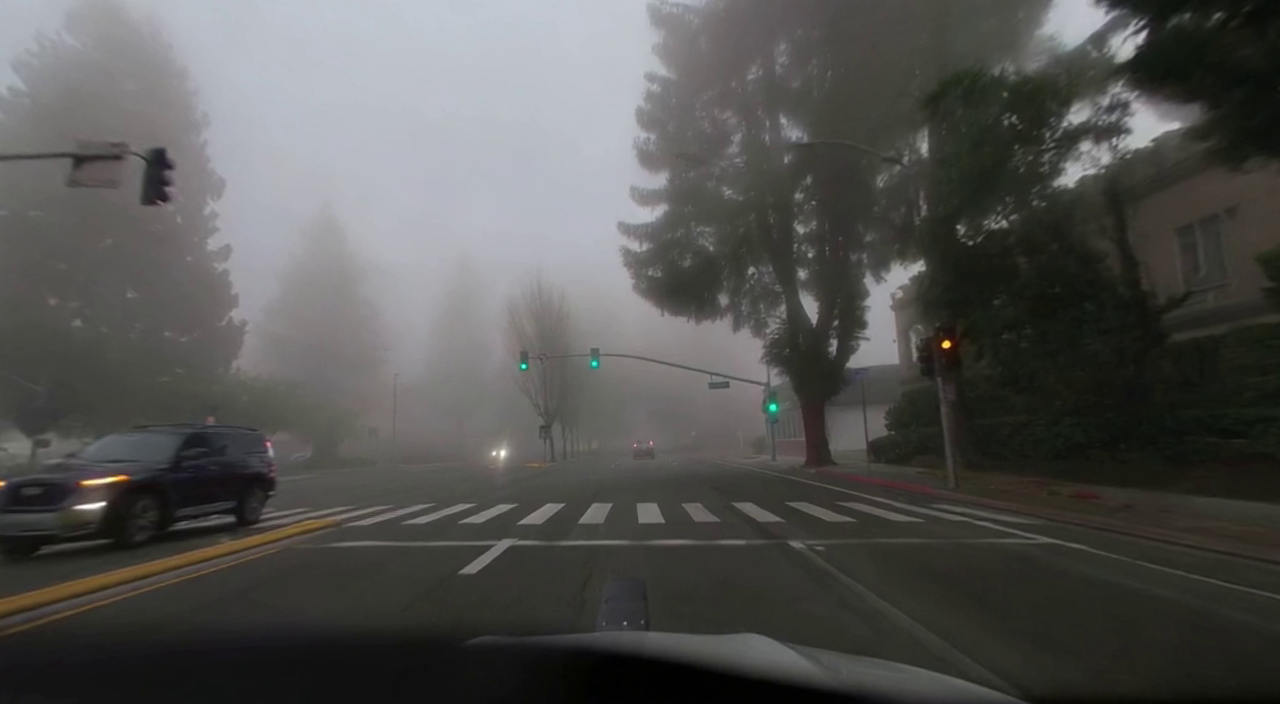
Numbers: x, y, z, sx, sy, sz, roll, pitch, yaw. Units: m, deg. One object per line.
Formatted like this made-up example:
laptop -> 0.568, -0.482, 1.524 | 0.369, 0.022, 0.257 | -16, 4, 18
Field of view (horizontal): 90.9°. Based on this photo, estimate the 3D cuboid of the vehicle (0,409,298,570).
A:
vehicle -> -7.270, 1.827, 9.146 | 2.047, 1.734, 4.429 | 0, -8, 1
